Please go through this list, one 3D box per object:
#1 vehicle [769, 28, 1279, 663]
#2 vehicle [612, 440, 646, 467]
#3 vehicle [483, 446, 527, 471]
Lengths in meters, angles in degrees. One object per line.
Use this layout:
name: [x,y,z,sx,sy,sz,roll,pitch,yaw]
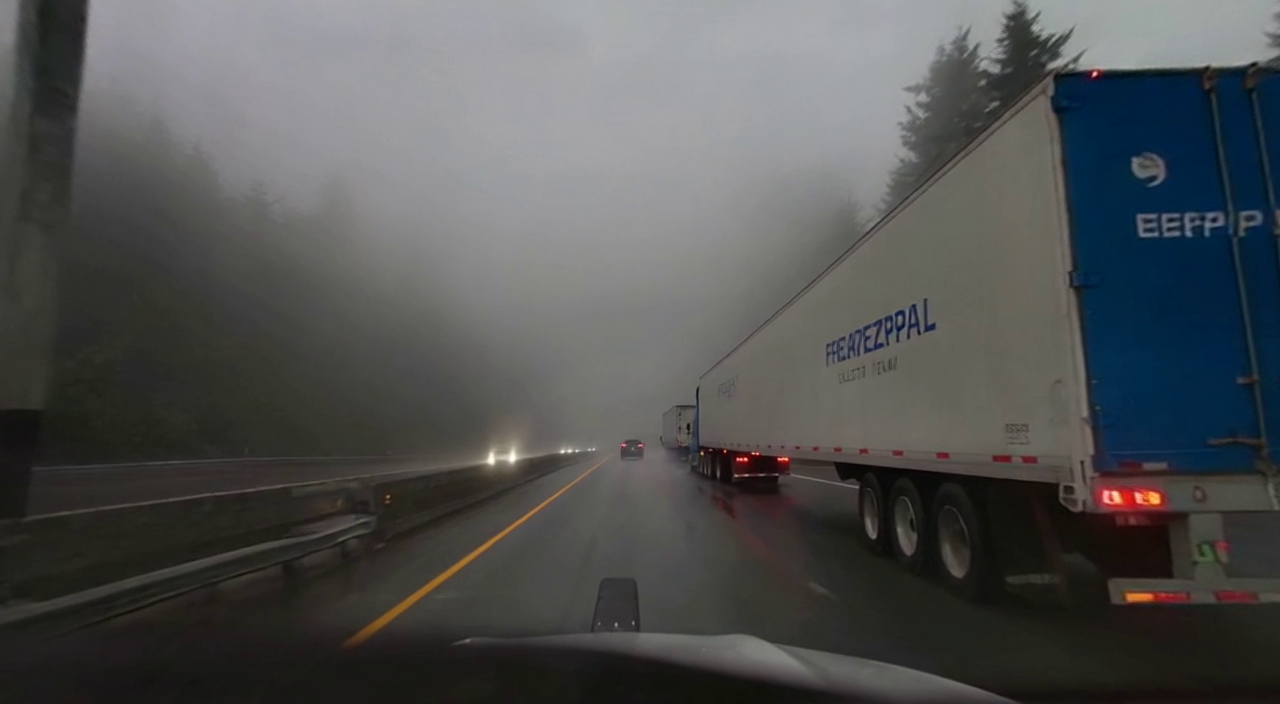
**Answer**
vehicle: [4.244,0.439,8.518,2.853,4.086,9.078,0,-8,-1]
vehicle: [-0.662,6.023,37.487,1.943,1.491,3.459,0,-8,-2]
vehicle: [-8.842,6.990,41.656,1.986,1.522,4.181,-1,-8,0]
